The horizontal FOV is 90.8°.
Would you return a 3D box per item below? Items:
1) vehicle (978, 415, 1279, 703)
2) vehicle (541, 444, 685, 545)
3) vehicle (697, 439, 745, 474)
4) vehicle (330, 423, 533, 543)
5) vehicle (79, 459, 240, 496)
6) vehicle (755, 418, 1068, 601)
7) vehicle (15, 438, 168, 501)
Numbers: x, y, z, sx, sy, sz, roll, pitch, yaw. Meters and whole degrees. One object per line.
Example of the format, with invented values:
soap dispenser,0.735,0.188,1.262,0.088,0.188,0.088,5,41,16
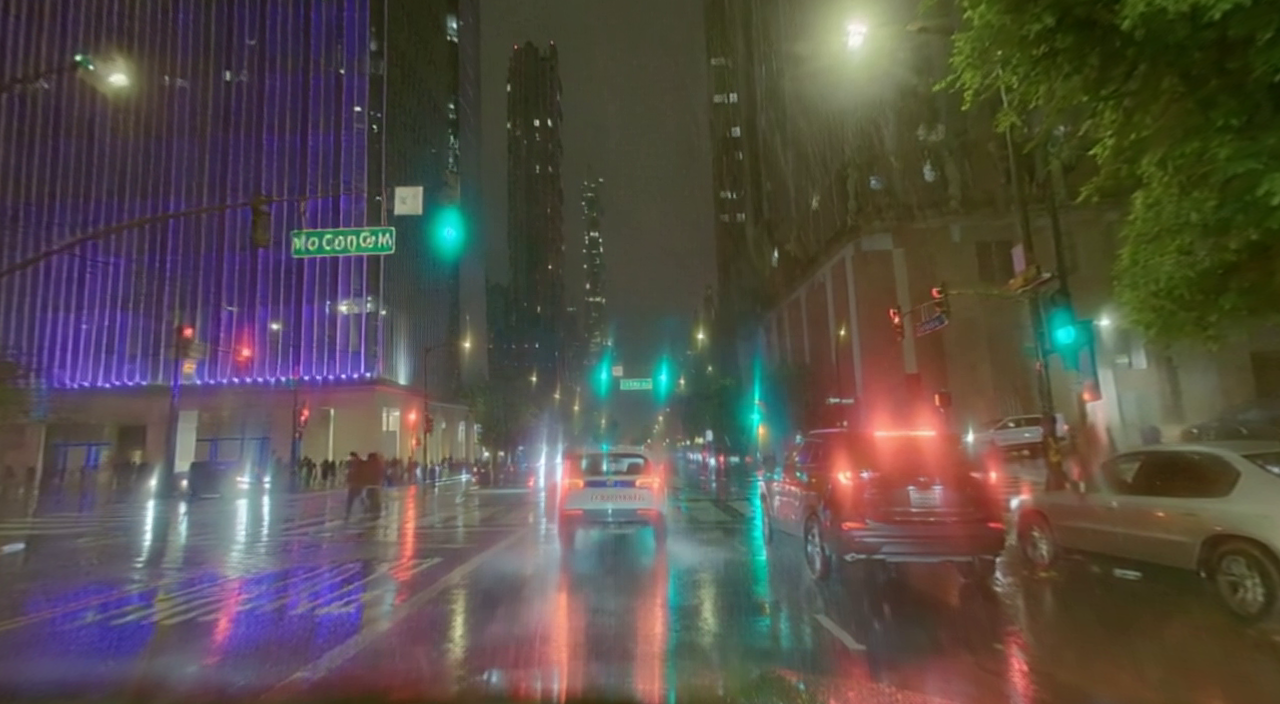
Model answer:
vehicle,2.736,0.798,0.991,1.902,1.454,4.540,0,-8,0
vehicle,-0.416,2.378,11.319,2.092,1.454,4.132,0,-8,-1
vehicle,5.651,7.384,44.899,2.420,2.300,5.313,0,-8,-3
vehicle,-3.695,2.424,12.532,2.190,1.840,5.272,0,-8,0
vehicle,-20.117,5.260,26.612,5.153,1.449,1.966,0,-8,1
vehicle,3.039,1.851,8.495,2.072,1.735,4.759,0,-8,0
vehicle,-30.890,6.581,35.798,5.896,3.276,2.809,0,-8,0
